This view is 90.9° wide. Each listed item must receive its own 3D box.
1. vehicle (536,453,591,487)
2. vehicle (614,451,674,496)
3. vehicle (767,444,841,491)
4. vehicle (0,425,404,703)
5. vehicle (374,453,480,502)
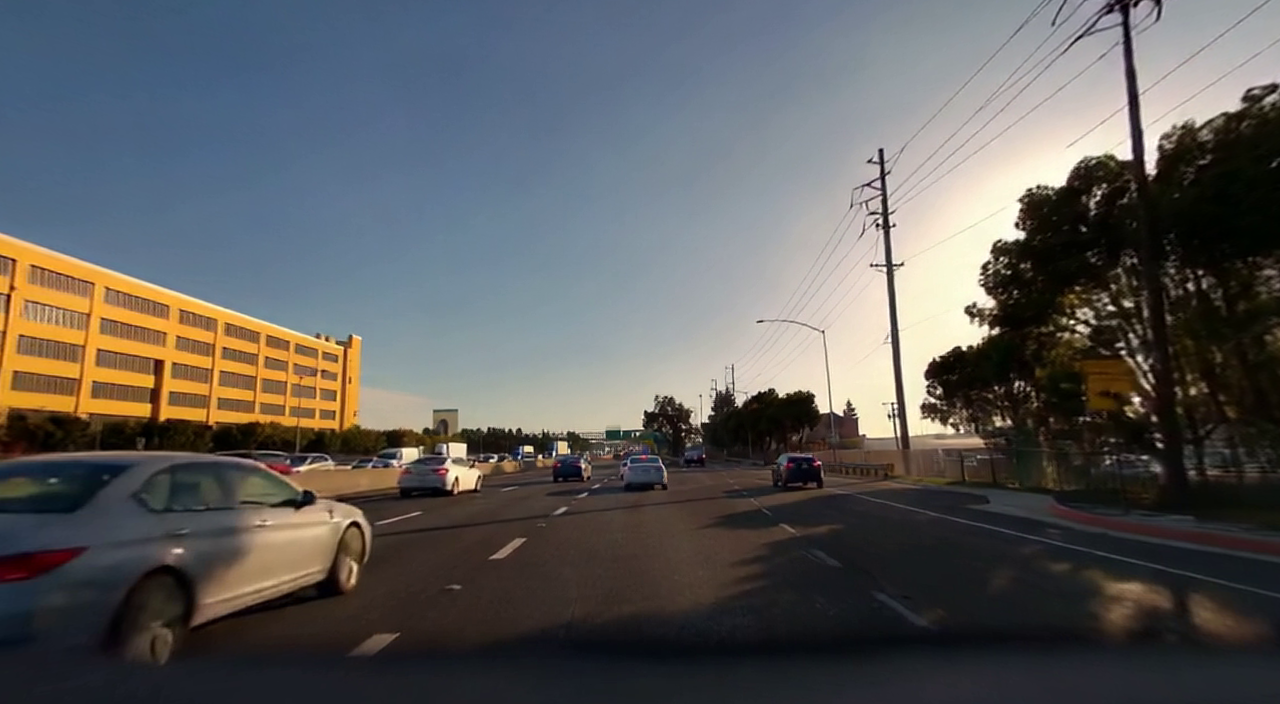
[{"bbox_3d":[-3.612,5.689,30.608,2.034,1.466,4.363,-1,-9,1],"label":"vehicle"},{"bbox_3d":[0.138,4.654,24.475,2.107,1.538,3.999,-1,-9,0],"label":"vehicle"},{"bbox_3d":[6.915,4.908,27.126,2.106,1.817,4.845,-1,-9,3],"label":"vehicle"},{"bbox_3d":[-3.854,1.449,5.077,2.059,1.508,4.662,-1,-9,0],"label":"vehicle"},{"bbox_3d":[-7.345,4.345,22.346,2.069,1.488,4.780,-1,-9,1],"label":"vehicle"}]
